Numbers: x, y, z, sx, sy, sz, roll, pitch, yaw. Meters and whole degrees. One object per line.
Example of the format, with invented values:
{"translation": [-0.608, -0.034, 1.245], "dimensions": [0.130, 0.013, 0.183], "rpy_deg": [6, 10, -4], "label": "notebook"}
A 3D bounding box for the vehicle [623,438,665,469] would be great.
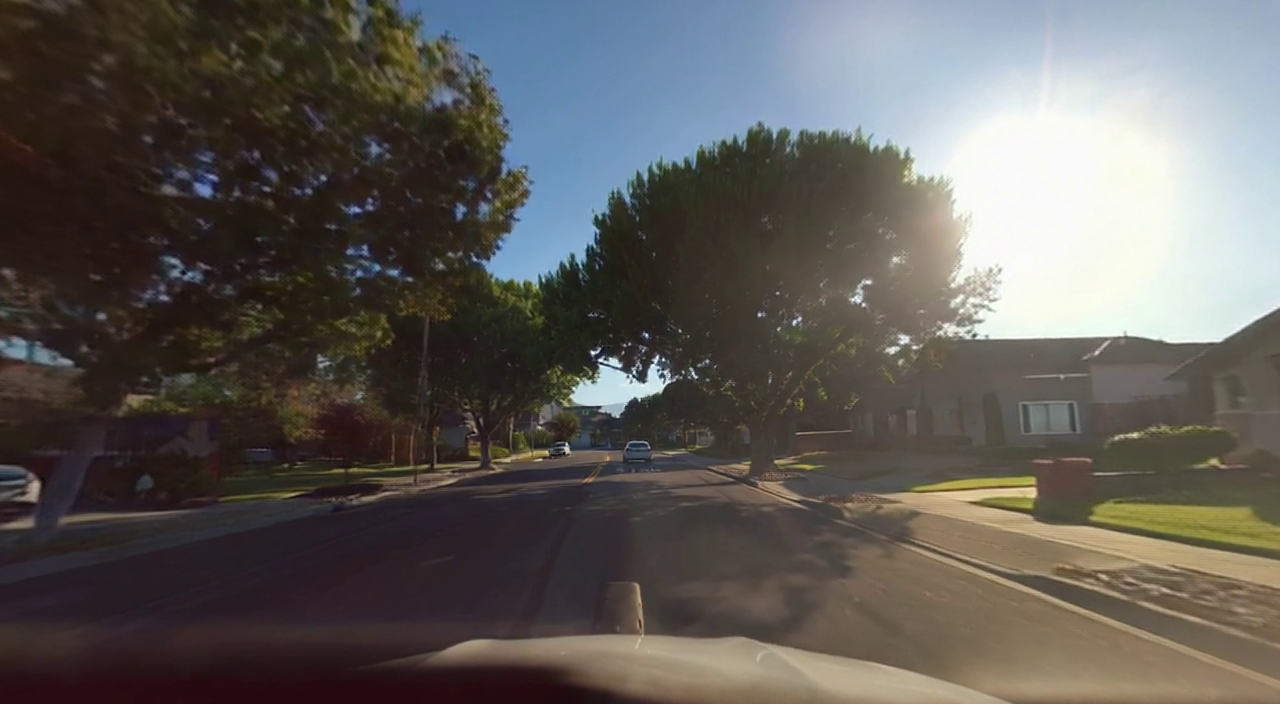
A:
{"translation": [0.177, 5.296, 32.997], "dimensions": [2.043, 1.484, 4.340], "rpy_deg": [0, -8, 0], "label": "vehicle"}

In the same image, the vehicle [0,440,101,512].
{"translation": [-16.709, 3.026, 15.560], "dimensions": [4.783, 1.652, 1.977], "rpy_deg": [0, -9, -3], "label": "vehicle"}
